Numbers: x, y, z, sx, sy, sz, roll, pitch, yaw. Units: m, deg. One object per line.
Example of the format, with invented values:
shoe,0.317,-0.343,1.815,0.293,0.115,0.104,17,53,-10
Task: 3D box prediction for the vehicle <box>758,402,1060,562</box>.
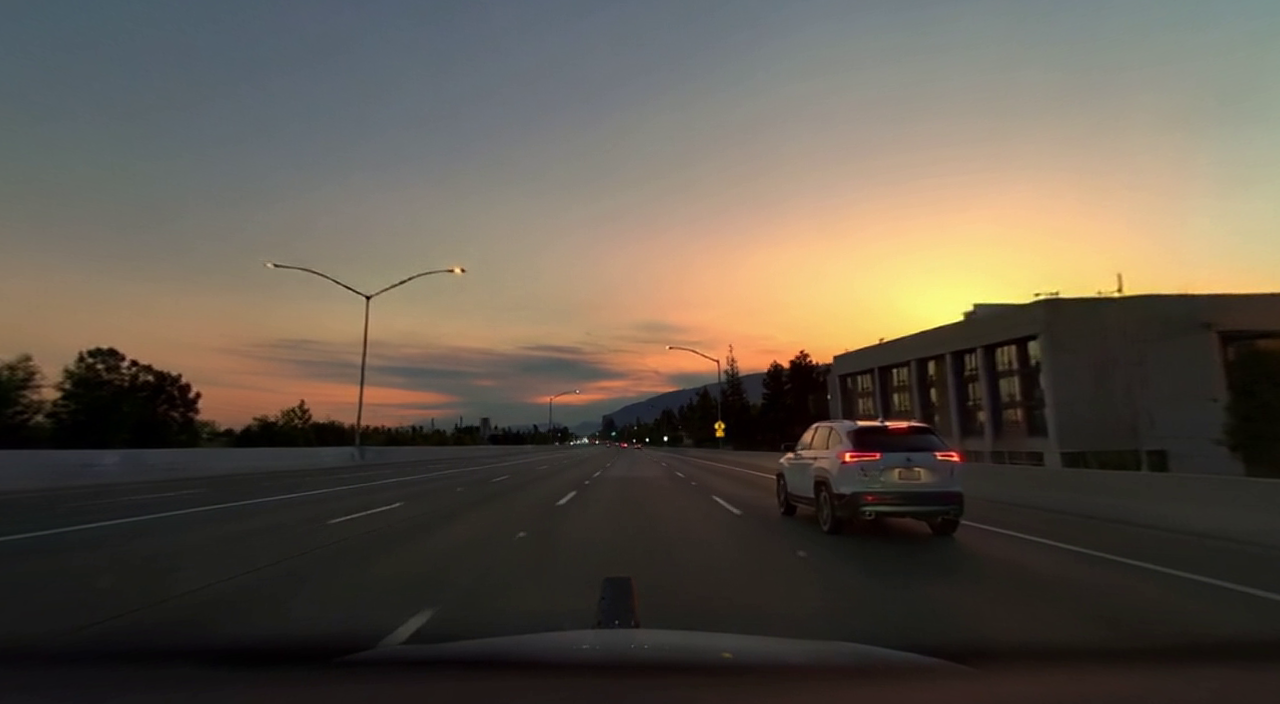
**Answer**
vehicle,3.452,1.816,9.573,2.212,1.753,5.064,0,-9,-2
